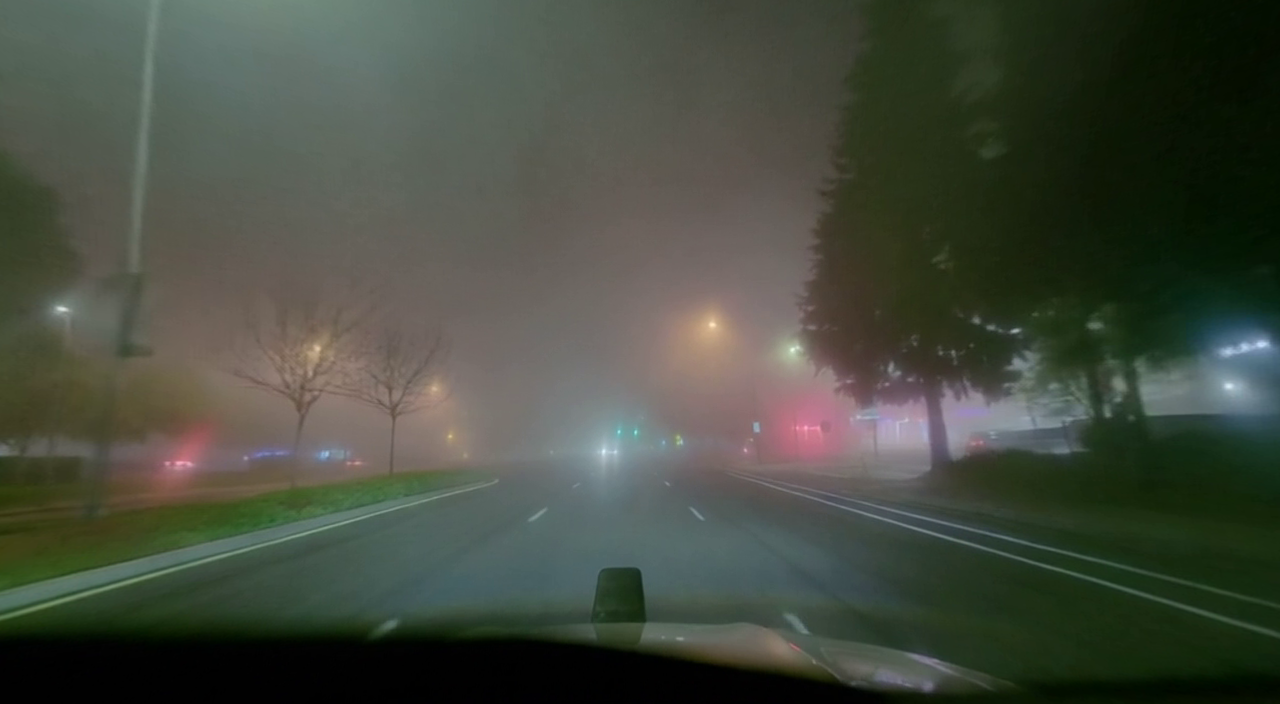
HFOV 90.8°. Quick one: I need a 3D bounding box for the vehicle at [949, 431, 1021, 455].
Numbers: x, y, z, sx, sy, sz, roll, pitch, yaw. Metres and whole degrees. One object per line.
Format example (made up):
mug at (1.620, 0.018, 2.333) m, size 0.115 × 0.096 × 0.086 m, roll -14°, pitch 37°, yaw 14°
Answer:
vehicle at (22.197, 5.923, 40.864) m, size 1.834 × 1.444 × 4.703 m, roll 0°, pitch -8°, yaw -2°
